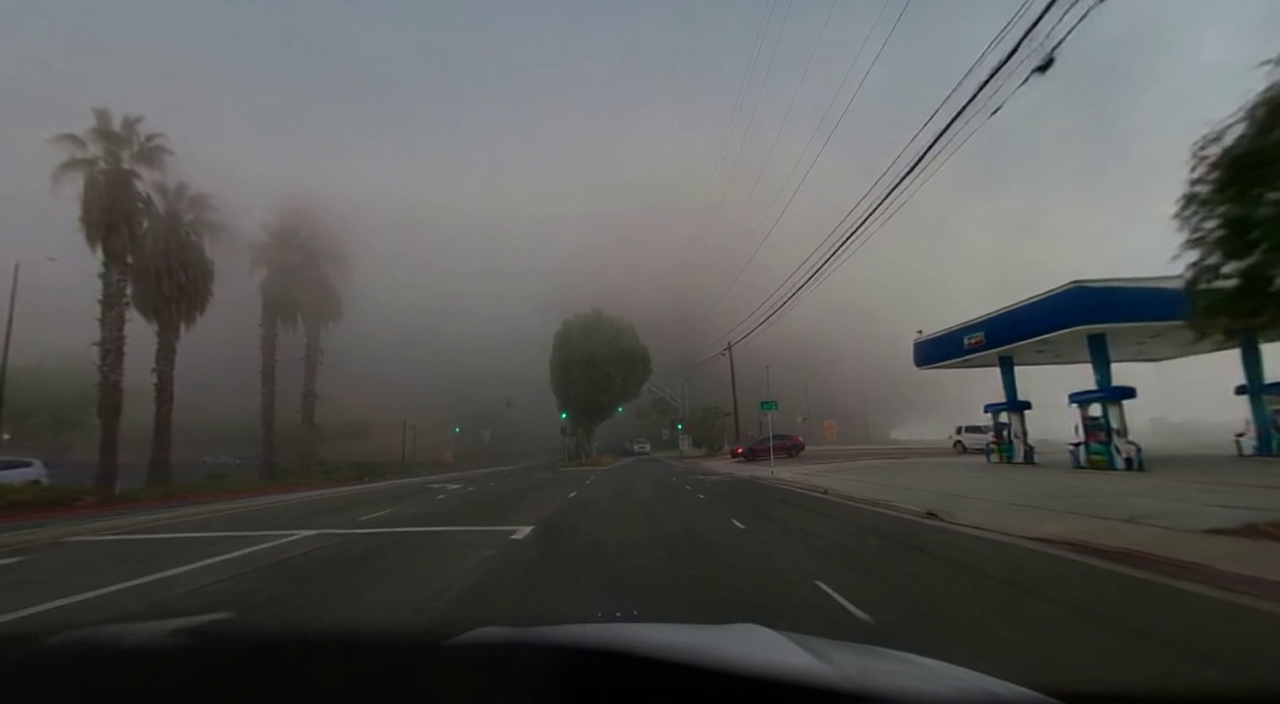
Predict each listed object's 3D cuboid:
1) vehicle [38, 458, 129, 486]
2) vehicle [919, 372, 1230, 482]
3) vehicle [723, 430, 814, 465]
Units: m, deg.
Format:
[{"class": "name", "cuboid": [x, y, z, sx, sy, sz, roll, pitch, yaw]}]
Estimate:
[{"class": "vehicle", "cuboid": [-36.377, 7.824, 41.474, 1.917, 1.684, 4.567, 0, -9, -2]}, {"class": "vehicle", "cuboid": [13.351, 2.653, 21.279, 2.944, 2.783, 10.332, 0, -8, -2]}, {"class": "vehicle", "cuboid": [8.463, 6.205, 41.326, 6.059, 2.082, 2.703, 7, -11, -42]}]
